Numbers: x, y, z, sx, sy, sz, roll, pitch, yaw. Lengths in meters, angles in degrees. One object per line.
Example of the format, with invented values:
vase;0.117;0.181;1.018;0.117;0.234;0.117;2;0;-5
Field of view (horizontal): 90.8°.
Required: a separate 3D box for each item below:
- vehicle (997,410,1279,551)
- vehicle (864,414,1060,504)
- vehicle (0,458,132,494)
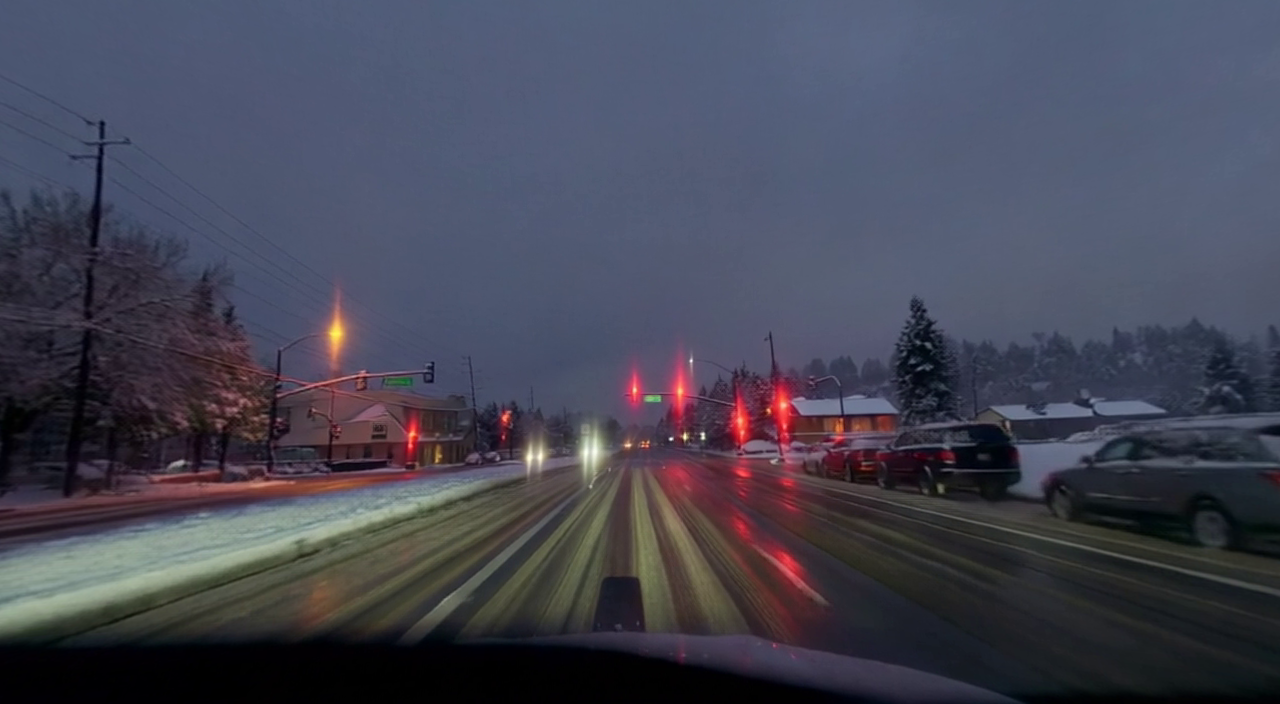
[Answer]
vehicle;8.016;1.851;9.809;1.987;1.628;4.712;0;-9;-3
vehicle;7.706;2.644;15.966;2.130;1.877;5.334;0;-9;0
vehicle;-28.973;6.163;31.516;5.352;1.644;2.387;-1;-9;5
